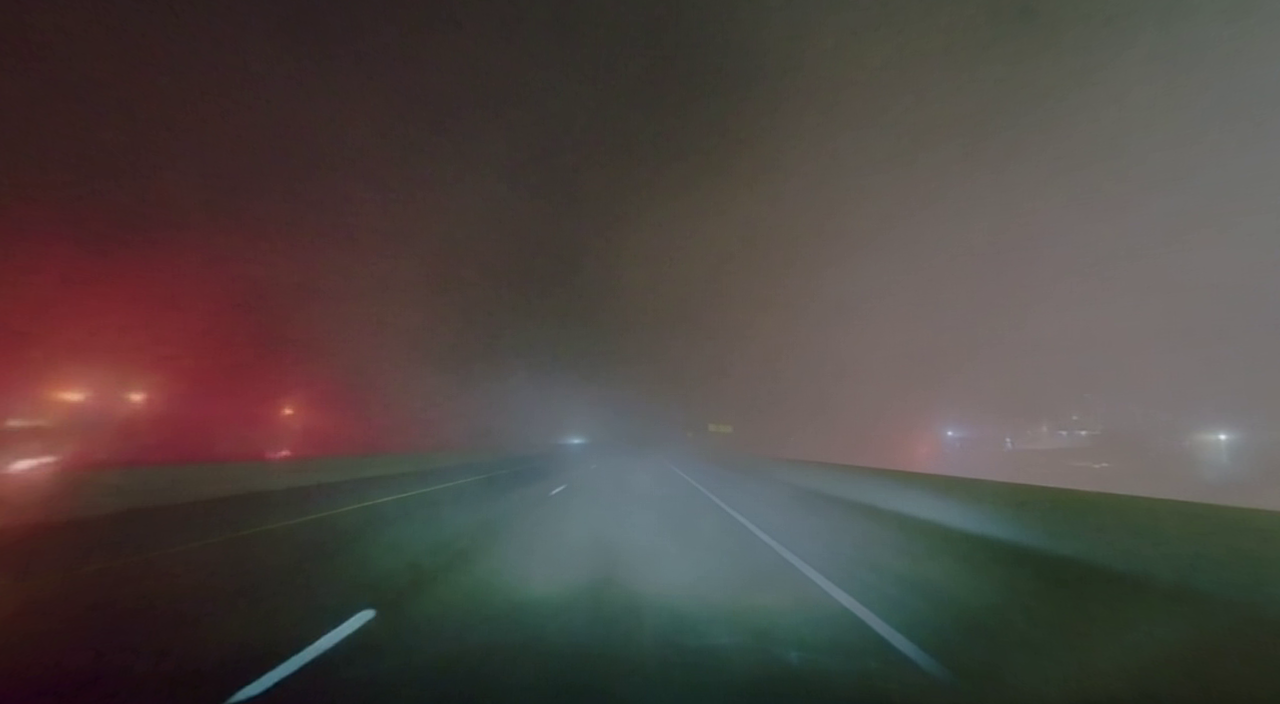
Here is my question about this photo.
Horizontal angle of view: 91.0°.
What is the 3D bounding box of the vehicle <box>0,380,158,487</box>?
[{"bbox_3d":[-24.000,3.392,26.139,2.998,3.902,5.999,0,-8,0],"label":"vehicle"}]
